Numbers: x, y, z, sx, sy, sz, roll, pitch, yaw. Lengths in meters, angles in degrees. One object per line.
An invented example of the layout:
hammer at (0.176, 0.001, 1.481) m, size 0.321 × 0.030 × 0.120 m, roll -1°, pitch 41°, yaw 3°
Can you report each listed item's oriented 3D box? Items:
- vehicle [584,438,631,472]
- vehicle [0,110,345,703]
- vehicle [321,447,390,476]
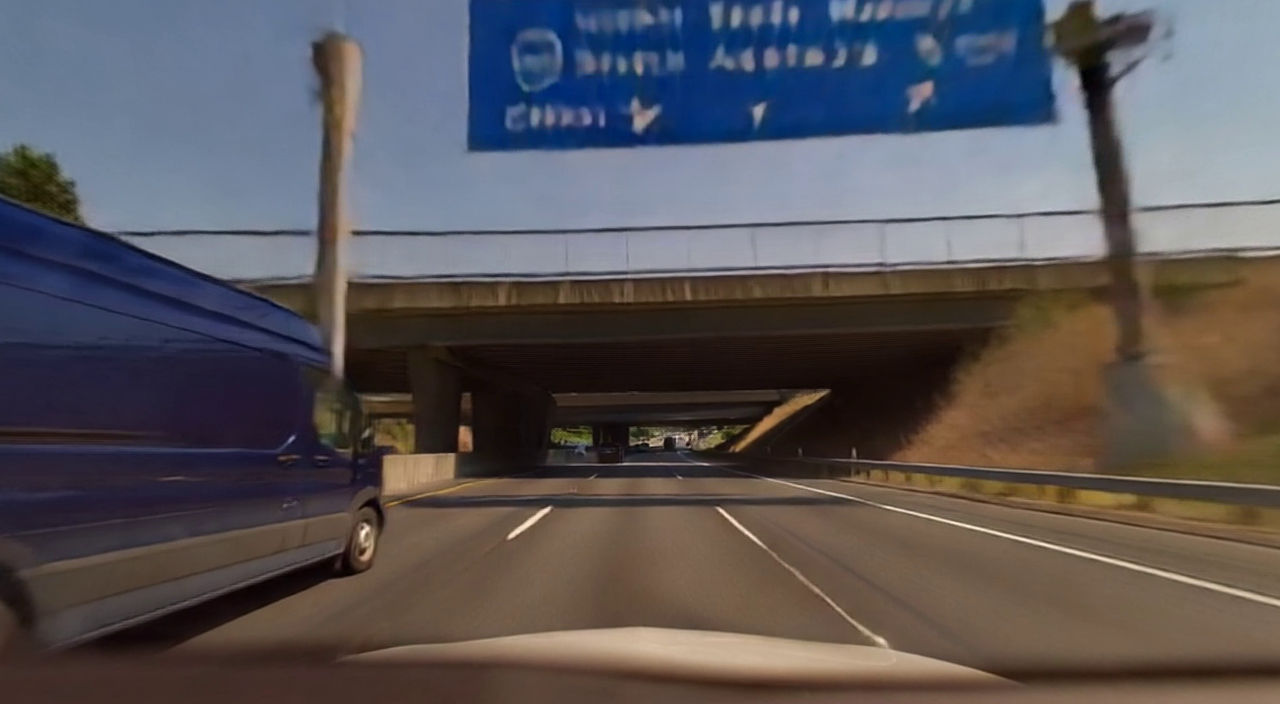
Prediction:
vehicle at (-1.661, 5.496, 33.814) m, size 2.183 × 1.662 × 3.968 m, roll 0°, pitch -9°, yaw 2°
vehicle at (-4.083, 0.309, 2.999) m, size 2.382 × 2.736 × 5.982 m, roll 0°, pitch -9°, yaw 0°
vehicle at (-16.345, 6.297, 36.478) m, size 1.893 × 1.505 × 4.505 m, roll 0°, pitch -9°, yaw 0°
